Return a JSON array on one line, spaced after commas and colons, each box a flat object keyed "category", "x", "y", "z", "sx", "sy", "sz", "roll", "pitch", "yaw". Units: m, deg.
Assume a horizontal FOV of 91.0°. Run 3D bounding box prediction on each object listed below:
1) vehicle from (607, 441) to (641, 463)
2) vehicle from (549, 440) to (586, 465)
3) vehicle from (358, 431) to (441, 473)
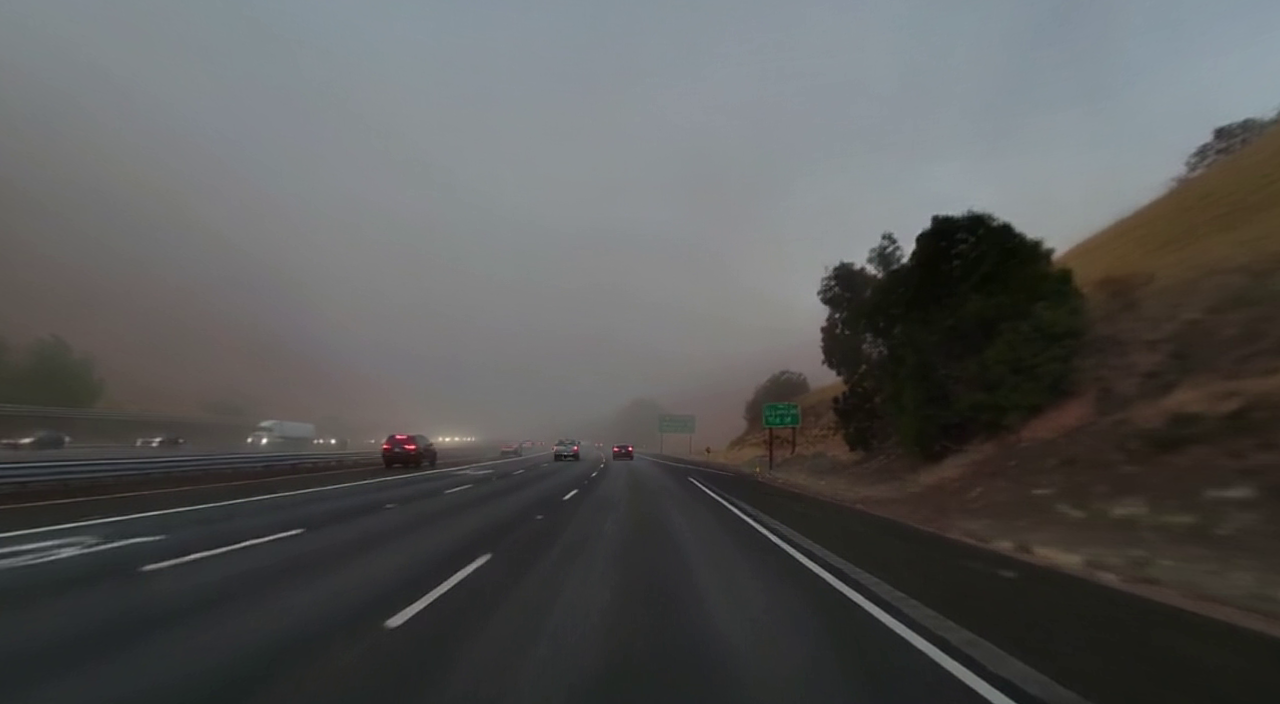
[{"category": "vehicle", "x": -1.196, "y": 7.389, "z": 46.691, "sx": 2.421, "sy": 1.594, "sz": 4.248, "roll": 0, "pitch": -8, "yaw": -2}, {"category": "vehicle", "x": -4.949, "y": 6.909, "z": 43.557, "sx": 2.060, "sy": 1.631, "sz": 4.214, "roll": 0, "pitch": -8, "yaw": -1}, {"category": "vehicle", "x": -11.970, "y": 5.013, "z": 31.731, "sx": 2.219, "sy": 1.923, "sz": 4.985, "roll": 0, "pitch": -8, "yaw": -1}]
